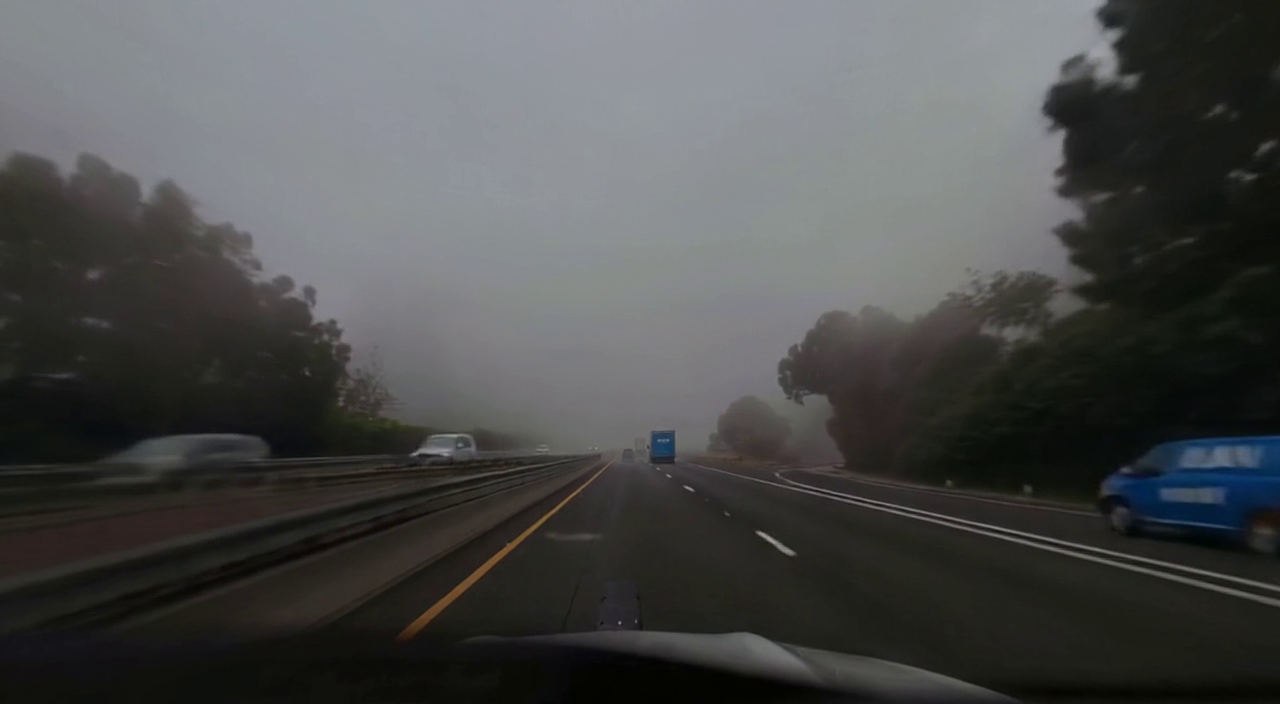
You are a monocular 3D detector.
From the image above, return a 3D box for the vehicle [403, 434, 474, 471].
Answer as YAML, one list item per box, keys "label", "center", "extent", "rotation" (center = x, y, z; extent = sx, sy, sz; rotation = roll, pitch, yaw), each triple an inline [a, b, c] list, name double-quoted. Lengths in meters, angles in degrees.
- label: "vehicle"
  center: [-8.727, 4.412, 27.557]
  extent: [1.835, 1.514, 3.837]
  rotation: [0, -9, 0]

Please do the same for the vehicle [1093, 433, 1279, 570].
- label: "vehicle"
  center: [7.904, 1.745, 7.597]
  extent: [1.942, 1.462, 3.926]
  rotation: [0, -9, 1]

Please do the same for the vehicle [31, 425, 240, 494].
- label: "vehicle"
  center: [-12.685, 2.759, 16.245]
  extent: [1.965, 1.531, 4.110]
  rotation: [0, -9, 0]
